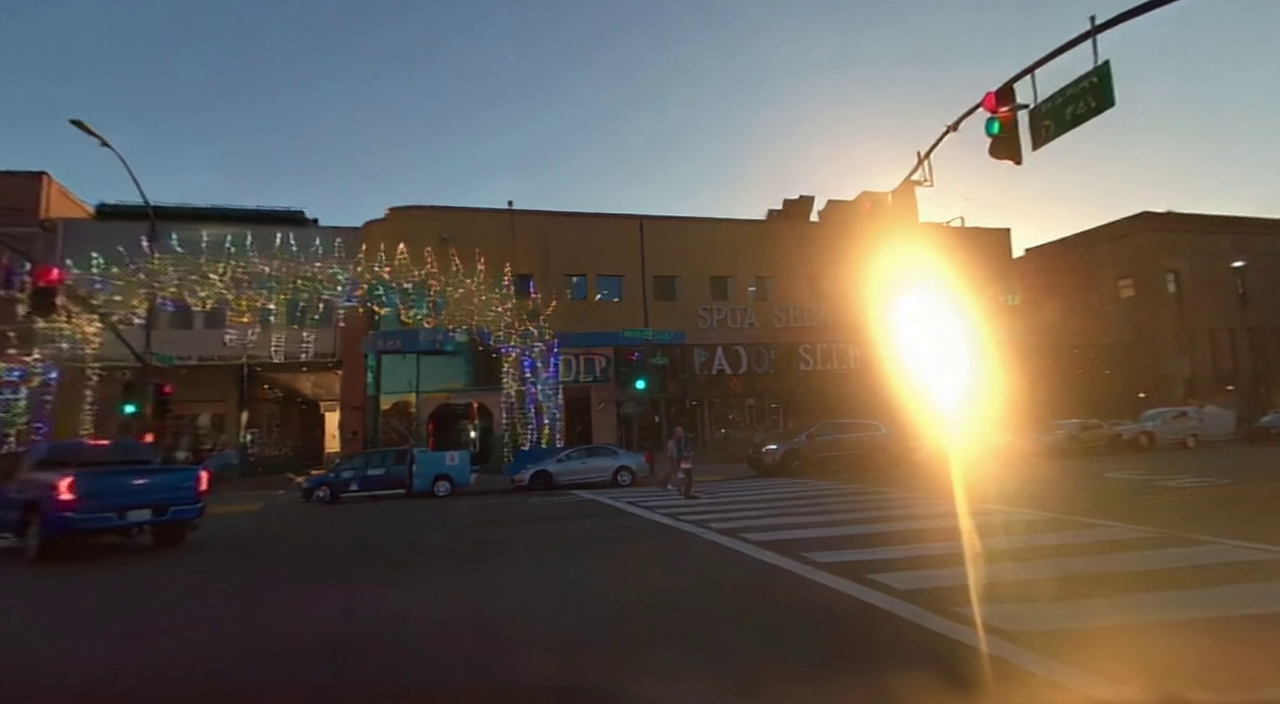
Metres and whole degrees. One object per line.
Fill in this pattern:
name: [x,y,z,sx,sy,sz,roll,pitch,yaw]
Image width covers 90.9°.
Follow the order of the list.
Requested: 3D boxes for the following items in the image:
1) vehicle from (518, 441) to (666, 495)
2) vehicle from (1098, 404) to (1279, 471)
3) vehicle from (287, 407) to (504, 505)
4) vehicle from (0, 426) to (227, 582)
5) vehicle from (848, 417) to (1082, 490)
vehicle: [-1.592,3.657,20.218,4.515,1.583,1.920,1,-8,-10]
vehicle: [14.457,2.200,16.210,4.390,1.552,1.925,2,-9,-16]
vehicle: [-7.712,3.364,20.760,6.182,2.913,2.526,1,-8,-11]
vehicle: [-10.055,2.347,10.704,5.534,2.020,2.477,-4,-9,26]
vehicle: [7.398,2.292,14.485,4.600,1.506,1.878,2,-8,-15]
